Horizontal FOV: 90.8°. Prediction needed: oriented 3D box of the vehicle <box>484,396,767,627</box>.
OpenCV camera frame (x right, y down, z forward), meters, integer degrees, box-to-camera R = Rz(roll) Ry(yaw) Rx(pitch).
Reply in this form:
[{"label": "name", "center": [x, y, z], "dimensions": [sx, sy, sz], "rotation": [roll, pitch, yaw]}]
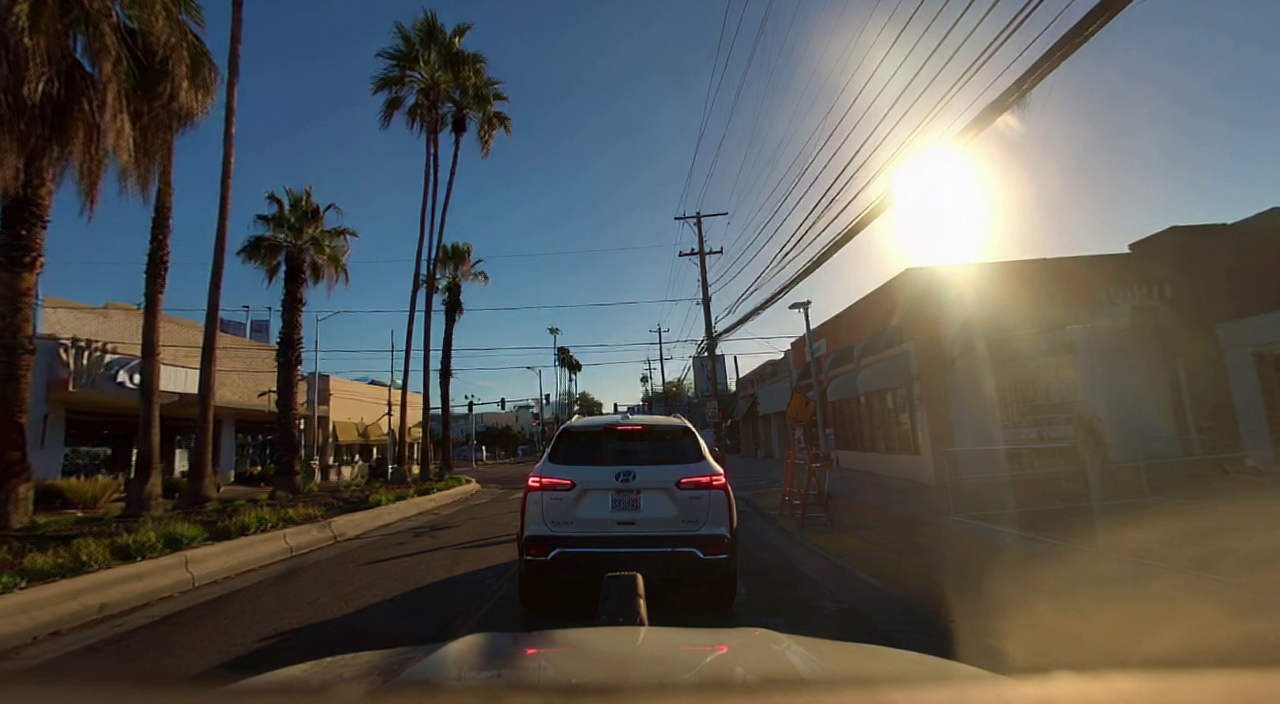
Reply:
[{"label": "vehicle", "center": [-0.191, 1.457, 6.675], "dimensions": [2.105, 1.702, 3.750], "rotation": [0, -8, -3]}]
